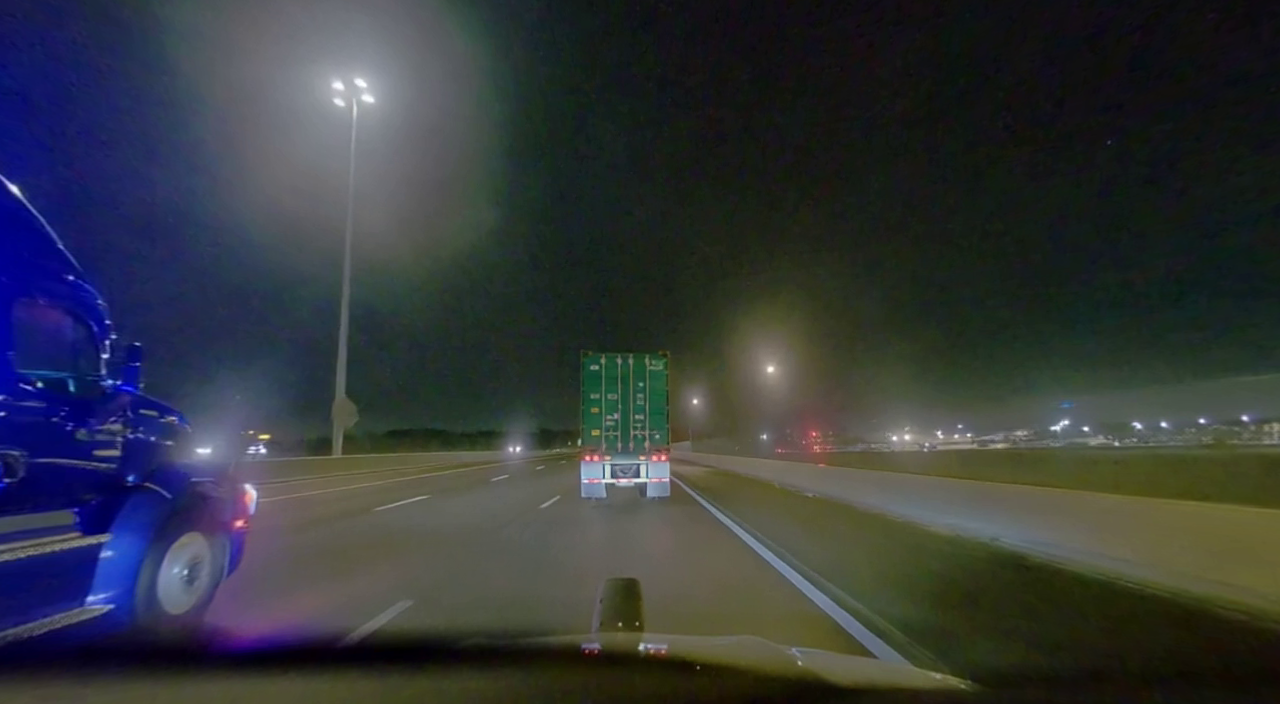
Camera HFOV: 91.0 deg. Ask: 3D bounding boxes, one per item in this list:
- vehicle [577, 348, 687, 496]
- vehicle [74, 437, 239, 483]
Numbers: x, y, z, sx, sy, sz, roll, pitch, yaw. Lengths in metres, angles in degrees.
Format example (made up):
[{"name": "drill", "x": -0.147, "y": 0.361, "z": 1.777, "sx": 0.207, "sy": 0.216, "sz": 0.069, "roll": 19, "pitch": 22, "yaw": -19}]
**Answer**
[{"name": "vehicle", "x": -0.210, "y": 2.710, "z": 22.726, "sx": 2.942, "sy": 4.003, "sz": 11.297, "roll": 0, "pitch": -9, "yaw": 0}, {"name": "vehicle", "x": -17.641, "y": 3.951, "z": 23.400, "sx": 2.182, "sy": 1.505, "sz": 4.949, "roll": 0, "pitch": -9, "yaw": 1}]
